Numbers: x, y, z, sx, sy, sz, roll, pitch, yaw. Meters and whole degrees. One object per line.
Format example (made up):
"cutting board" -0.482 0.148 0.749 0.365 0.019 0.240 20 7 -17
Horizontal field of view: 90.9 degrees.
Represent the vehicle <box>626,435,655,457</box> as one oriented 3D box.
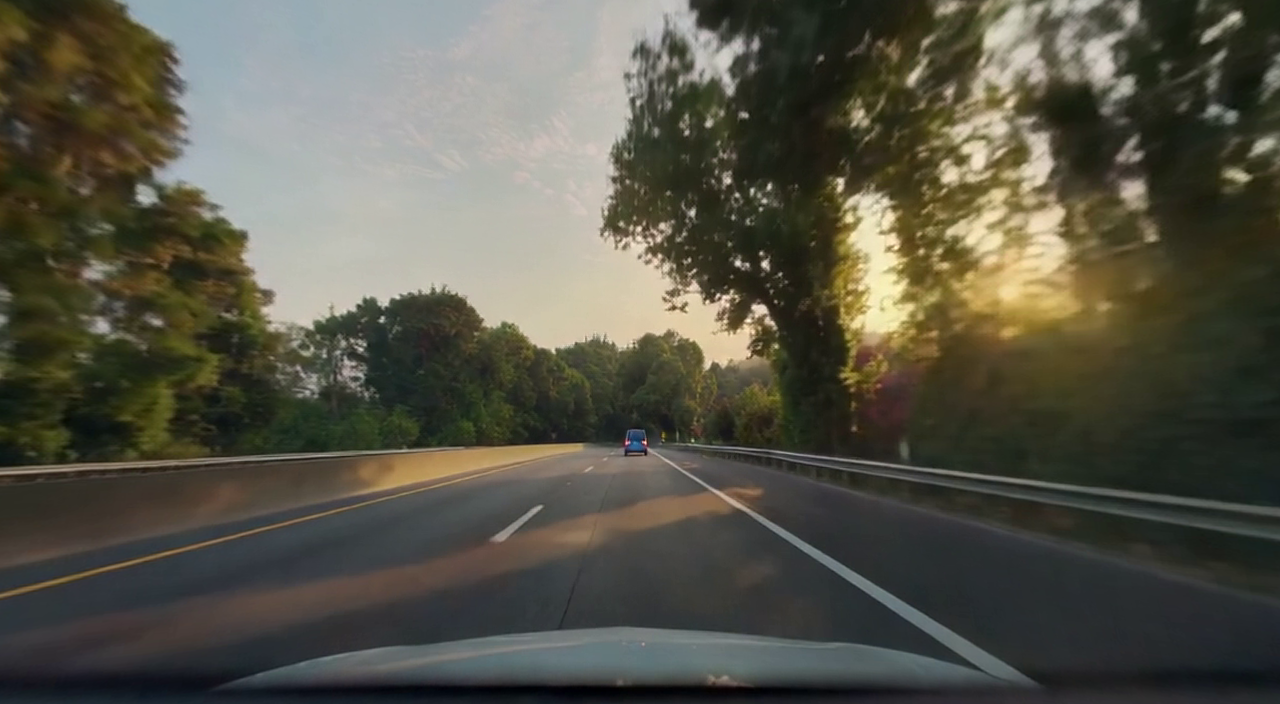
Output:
"vehicle" -0.014 7.336 49.386 2.094 1.653 4.283 0 -8 -2
